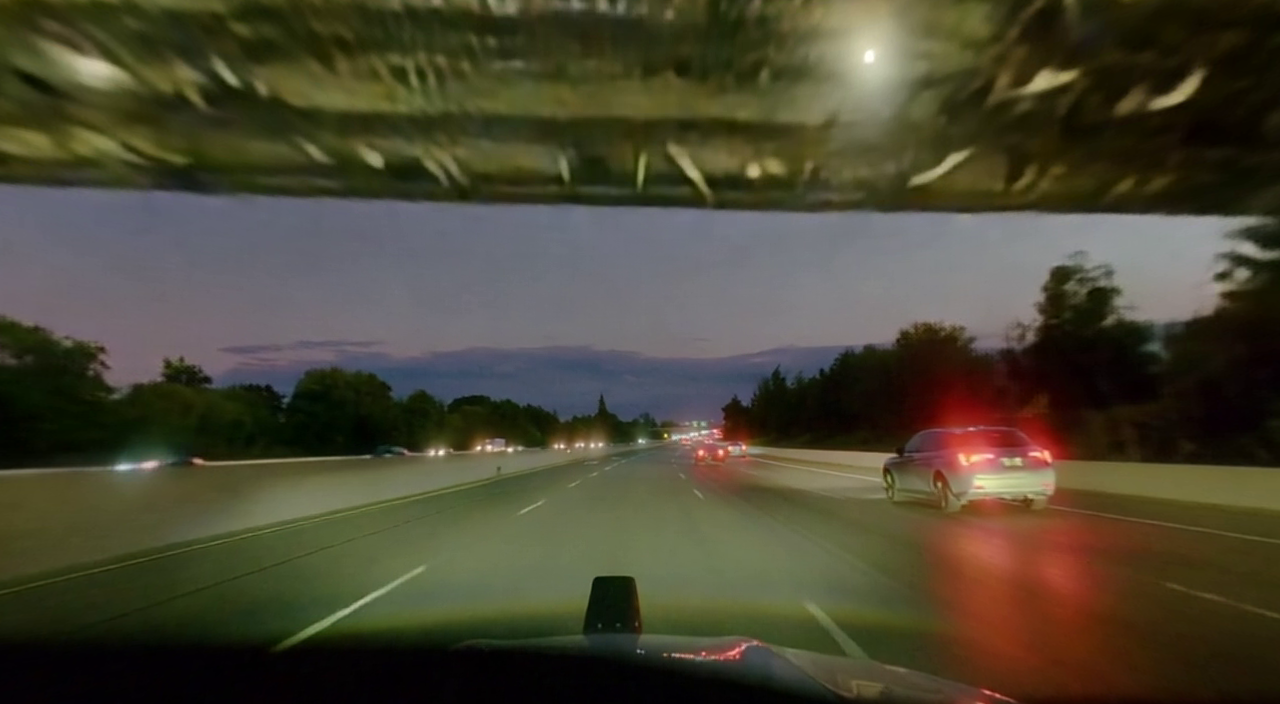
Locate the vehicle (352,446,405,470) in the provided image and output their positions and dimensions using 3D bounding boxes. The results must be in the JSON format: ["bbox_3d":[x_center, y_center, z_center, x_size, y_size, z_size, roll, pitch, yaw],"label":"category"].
[{"bbox_3d":[-19.840,8.063,48.195,1.986,1.730,4.558,-1,-9,1],"label":"vehicle"}]

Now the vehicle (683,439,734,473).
[{"bbox_3d":[3.210,4.974,30.338,1.981,1.471,4.342,-1,-9,0],"label":"vehicle"}]

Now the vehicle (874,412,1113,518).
[{"bbox_3d":[7.035,2.326,13.426,2.087,1.806,4.946,0,-9,-1],"label":"vehicle"}]

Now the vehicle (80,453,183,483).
[{"bbox_3d":[-27.710,6.286,34.653,1.883,1.471,4.502,-1,-9,0],"label":"vehicle"}]
